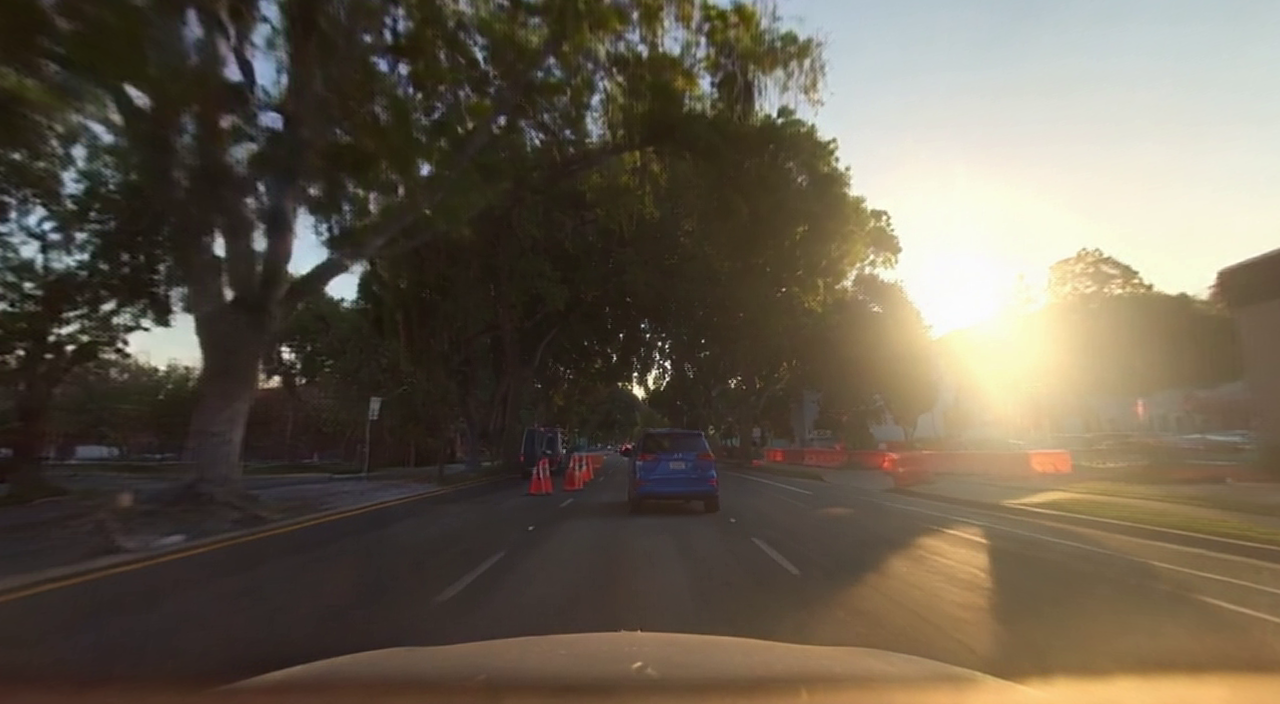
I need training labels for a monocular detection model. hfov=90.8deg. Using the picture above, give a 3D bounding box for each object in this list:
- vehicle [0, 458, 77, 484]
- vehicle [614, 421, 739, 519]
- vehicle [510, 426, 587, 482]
[{"bbox_3d":[-38.314,7.524,40.144,1.821,1.463,4.434,2,-9,-15],"label":"vehicle"},{"bbox_3d":[0.566,2.424,13.433,2.168,1.725,4.192,0,-8,-3],"label":"vehicle"},{"bbox_3d":[-3.605,4.174,26.078,2.357,2.063,5.488,0,-8,0],"label":"vehicle"}]
